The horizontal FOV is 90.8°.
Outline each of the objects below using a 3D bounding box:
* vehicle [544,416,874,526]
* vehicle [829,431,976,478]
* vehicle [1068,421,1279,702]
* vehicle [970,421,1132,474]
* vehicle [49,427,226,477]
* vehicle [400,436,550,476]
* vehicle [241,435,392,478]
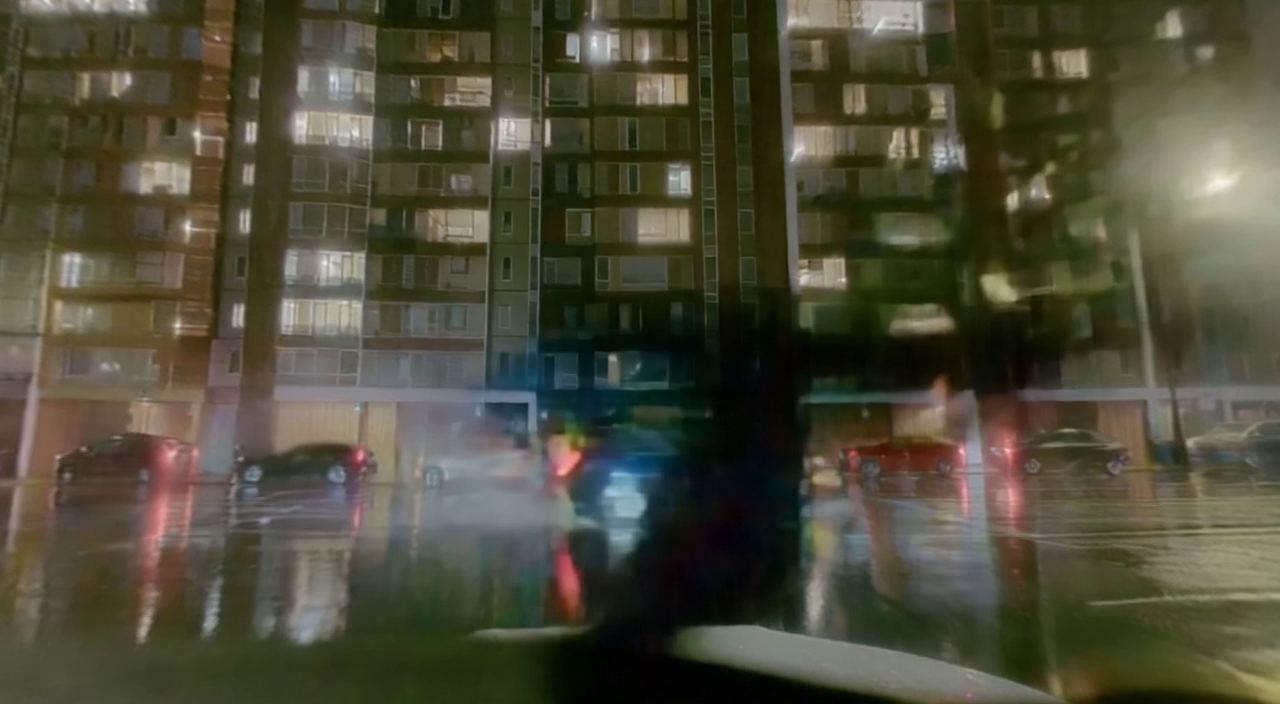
[{"bbox_3d":[0.960,1.825,9.939,4.609,1.508,2.039,0,-9,-1],"label":"vehicle"},{"bbox_3d":[9.451,3.690,22.948,4.521,1.411,1.726,-2,-7,-4],"label":"vehicle"},{"bbox_3d":[5.900,1.229,4.173,4.714,1.471,1.978,0,-4,1],"label":"vehicle"},{"bbox_3d":[15.058,3.517,23.337,4.544,1.780,1.966,-1,-9,-1],"label":"vehicle"},{"bbox_3d":[-17.495,3.512,22.202,4.426,1.641,1.889,1,-9,-5],"label":"vehicle"},{"bbox_3d":[-5.765,3.725,22.563,4.851,1.339,1.785,0,-10,-2],"label":"vehicle"},{"bbox_3d":[-11.383,3.713,22.461,4.336,1.438,1.776,1,-8,-3],"label":"vehicle"}]
